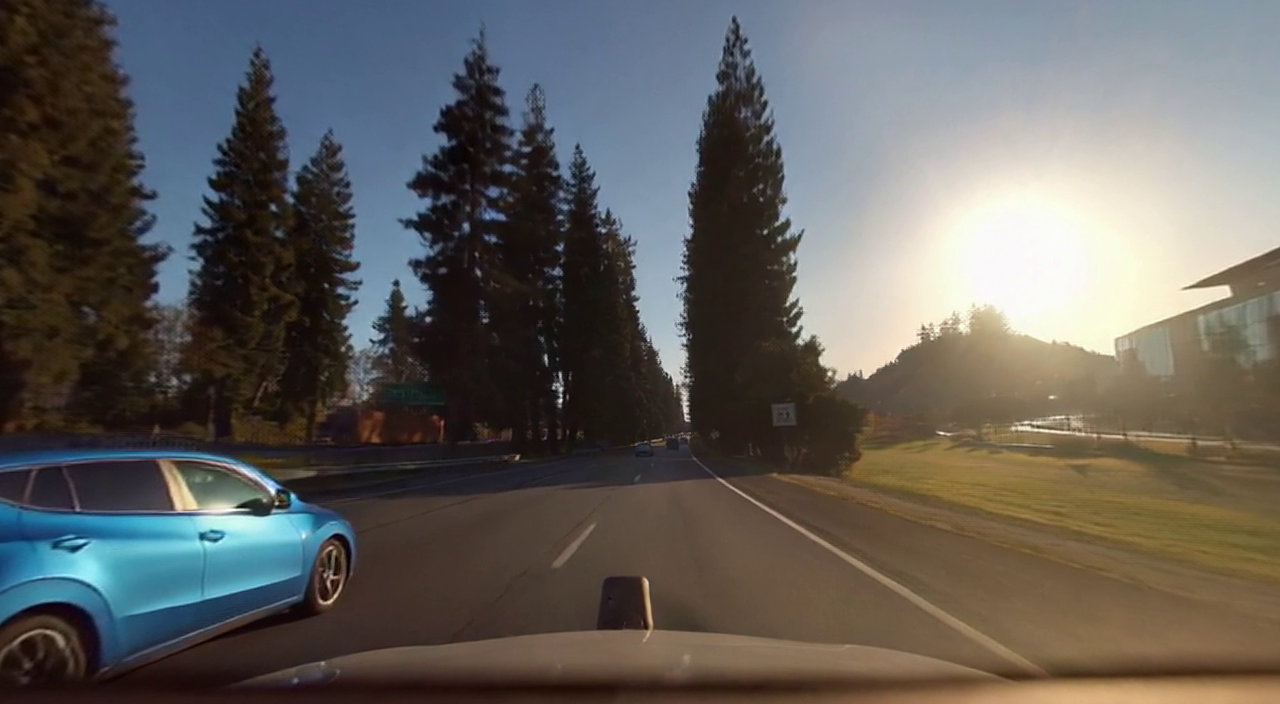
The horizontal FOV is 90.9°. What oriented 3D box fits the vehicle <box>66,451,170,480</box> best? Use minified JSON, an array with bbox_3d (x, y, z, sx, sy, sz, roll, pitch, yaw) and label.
[{"bbox_3d":[-30.209,6.556,36.701,1.843,1.447,4.563,-2,-8,7],"label":"vehicle"}]
